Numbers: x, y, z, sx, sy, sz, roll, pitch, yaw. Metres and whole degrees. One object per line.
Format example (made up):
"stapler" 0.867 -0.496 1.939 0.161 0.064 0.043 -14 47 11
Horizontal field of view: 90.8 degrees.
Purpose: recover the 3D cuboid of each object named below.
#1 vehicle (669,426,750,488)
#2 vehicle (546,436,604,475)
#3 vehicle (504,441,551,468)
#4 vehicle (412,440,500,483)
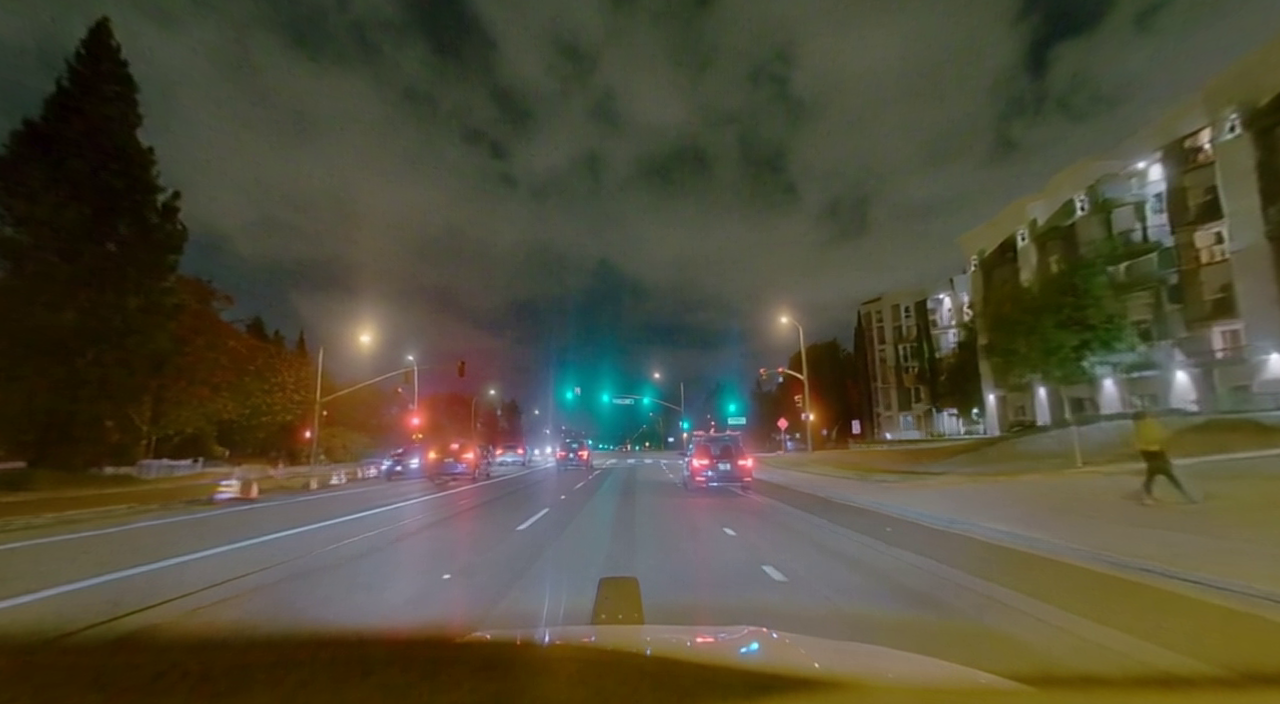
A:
"vehicle" 2.173 3.451 21.049 2.197 1.835 4.316 0 -8 0
"vehicle" -2.865 4.679 28.728 2.121 1.654 3.993 0 -8 1
"vehicle" -6.565 6.026 37.137 1.993 1.492 3.666 0 -8 2
"vehicle" -7.040 4.220 24.664 1.928 1.488 4.635 0 -8 1
